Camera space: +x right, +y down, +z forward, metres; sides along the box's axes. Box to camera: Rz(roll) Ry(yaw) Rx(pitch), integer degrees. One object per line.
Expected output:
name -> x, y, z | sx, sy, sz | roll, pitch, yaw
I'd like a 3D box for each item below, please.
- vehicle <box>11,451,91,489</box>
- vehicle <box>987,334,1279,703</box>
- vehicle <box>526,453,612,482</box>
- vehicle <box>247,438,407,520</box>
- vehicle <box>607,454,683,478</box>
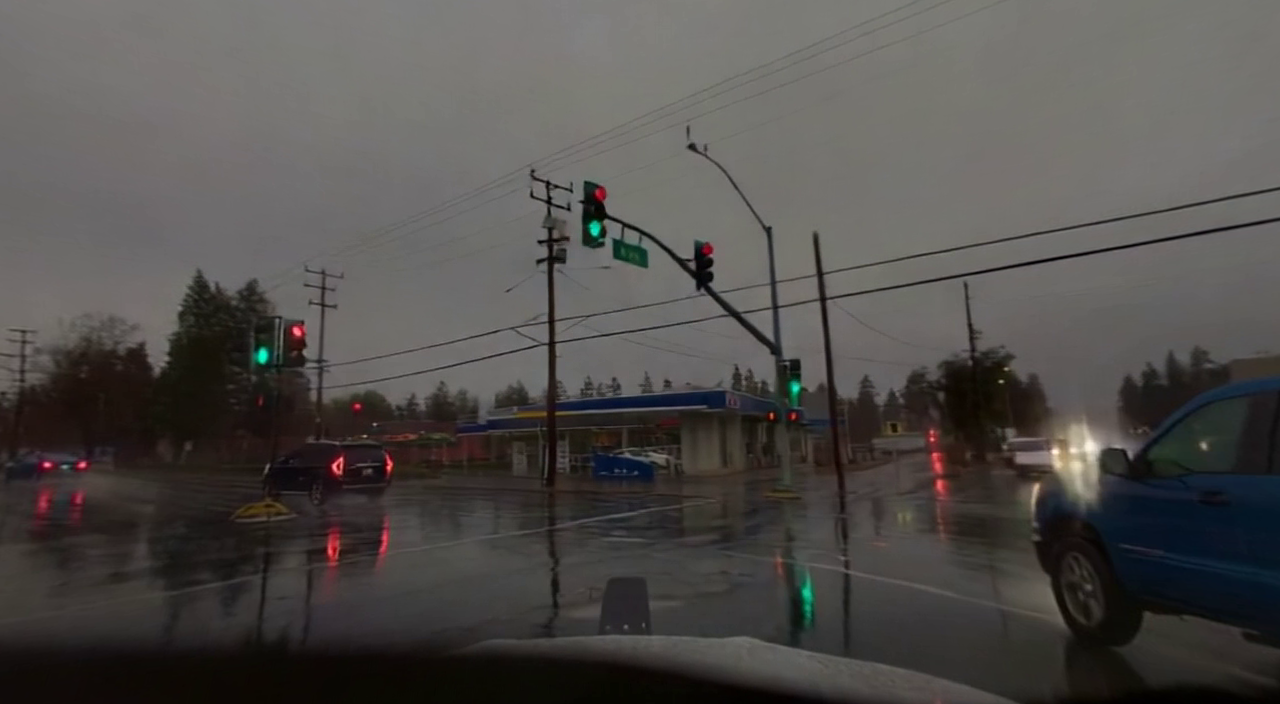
vehicle -> -29.759, 5.897, 31.782 | 4.498, 1.725, 1.921 | -6, -11, 35
vehicle -> 4.002, 0.759, 2.427 | 2.036, 1.818, 5.192 | 0, -9, -4
vehicle -> -4.054, 6.618, 36.468 | 4.661, 1.480, 1.913 | 7, -11, -41
vehicle -> -8.499, 3.272, 16.912 | 4.889, 1.842, 2.141 | -8, -12, 43
vehicle -> 0.324, 7.084, 39.356 | 4.495, 1.399, 1.715 | 4, -9, -25
